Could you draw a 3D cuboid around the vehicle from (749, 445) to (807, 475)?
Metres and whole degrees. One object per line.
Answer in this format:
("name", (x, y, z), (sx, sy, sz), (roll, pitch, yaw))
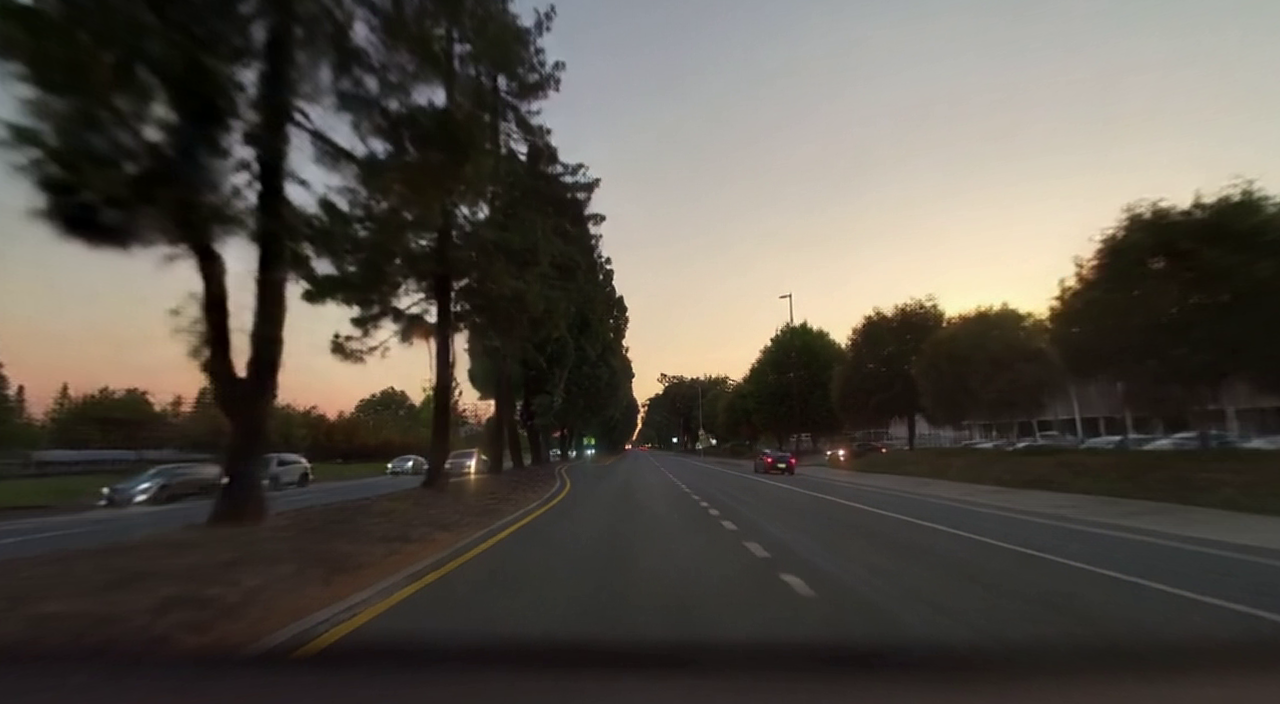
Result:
("vehicle", (7.241, 5.710, 33.596), (1.961, 1.465, 4.468), (0, -9, -2))

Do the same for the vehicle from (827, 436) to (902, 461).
("vehicle", (16.703, 7.215, 47.150), (4.807, 1.768, 1.947), (-1, -9, 2))

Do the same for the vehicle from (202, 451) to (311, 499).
("vehicle", (-17.860, 5.696, 29.775), (1.926, 1.684, 5.378), (-3, -7, -1))

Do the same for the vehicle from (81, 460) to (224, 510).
("vehicle", (-17.905, 4.850, 23.531), (1.851, 1.563, 4.336), (0, -9, -1))

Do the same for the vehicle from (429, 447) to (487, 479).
("vehicle", (-9.682, 5.917, 33.938), (1.972, 1.626, 3.940), (0, -9, 0))

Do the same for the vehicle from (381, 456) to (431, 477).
("vehicle", (-17.683, 8.640, 47.963), (1.961, 1.437, 4.867), (0, -9, 0))
